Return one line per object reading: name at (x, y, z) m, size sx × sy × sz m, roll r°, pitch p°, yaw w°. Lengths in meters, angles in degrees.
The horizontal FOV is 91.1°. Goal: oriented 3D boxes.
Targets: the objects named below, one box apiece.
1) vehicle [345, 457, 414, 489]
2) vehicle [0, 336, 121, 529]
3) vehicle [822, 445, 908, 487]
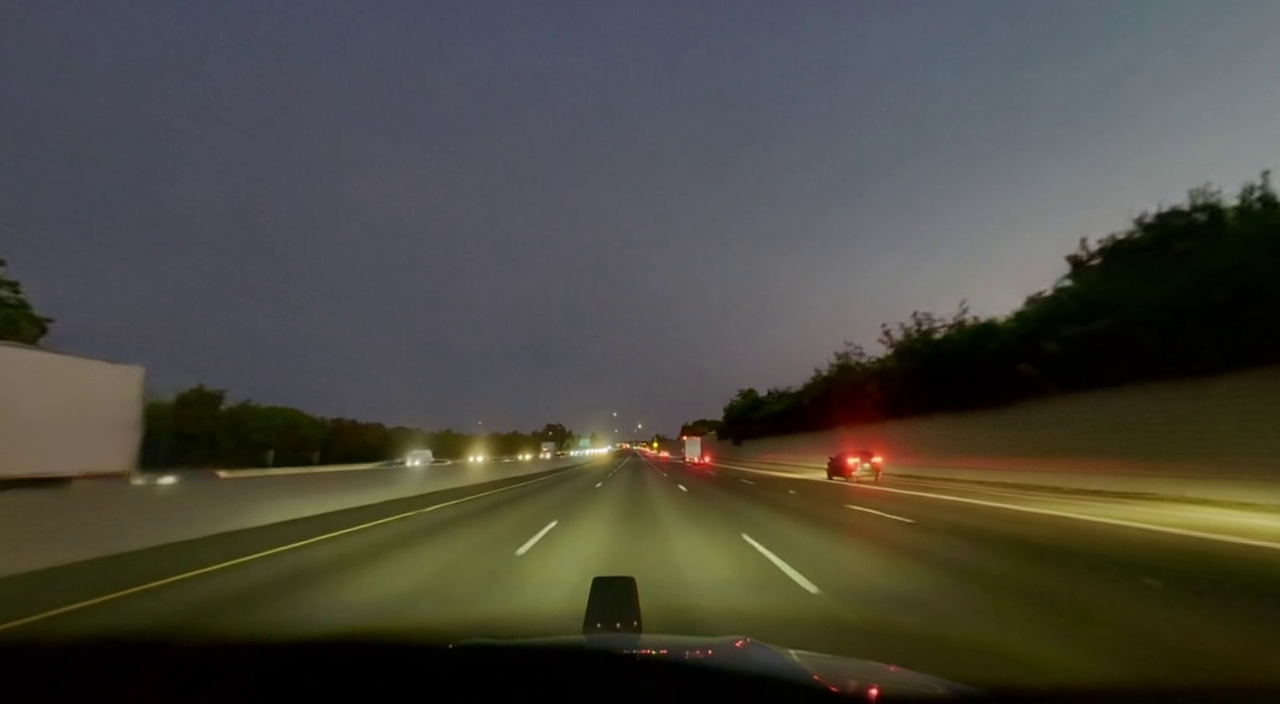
vehicle at (-13.168, 6.112, 32.077) m, size 1.802 × 1.459 × 4.061 m, roll 0°, pitch -9°, yaw 0°
vehicle at (-16.481, 1.226, 10.337) m, size 3.679 × 4.369 × 14.373 m, roll 0°, pitch -9°, yaw 0°
vehicle at (9.720, 4.930, 27.617) m, size 1.950 × 1.632 × 4.845 m, roll 0°, pitch -9°, yaw 0°
